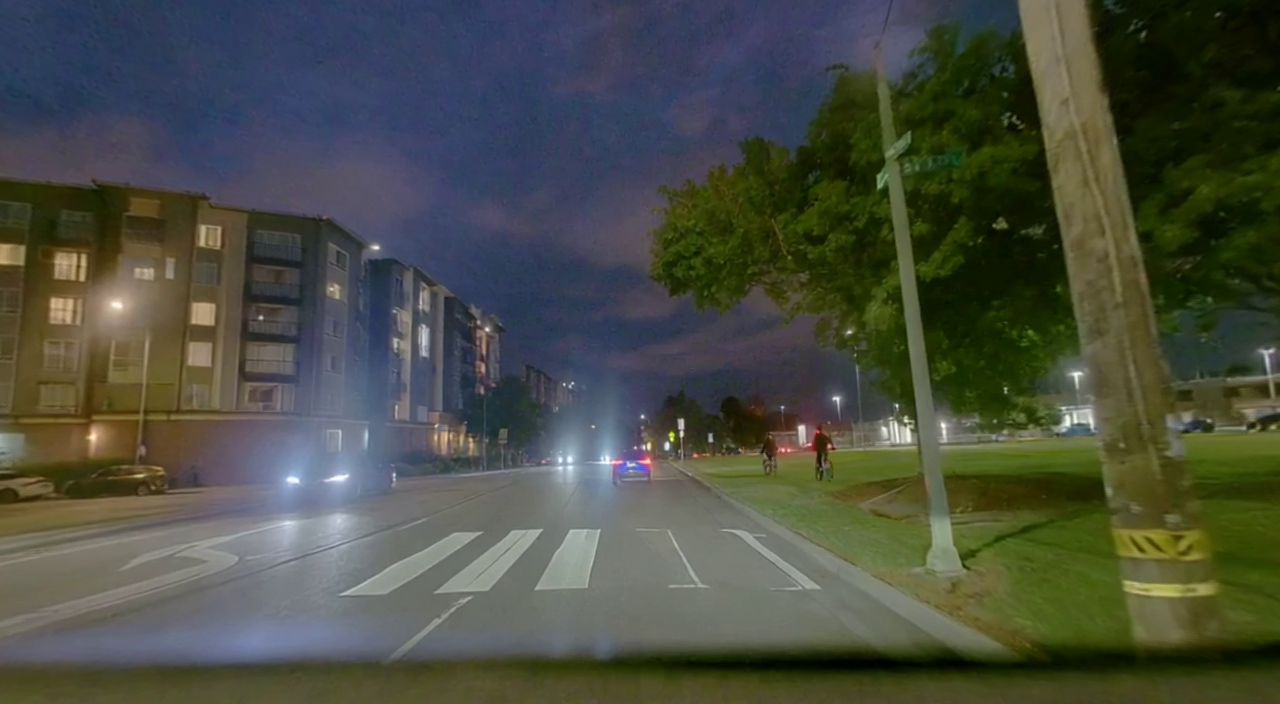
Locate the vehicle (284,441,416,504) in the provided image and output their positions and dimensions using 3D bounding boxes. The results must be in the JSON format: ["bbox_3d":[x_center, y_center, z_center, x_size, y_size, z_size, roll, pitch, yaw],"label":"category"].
[{"bbox_3d":[-9.106,3.799,20.279,2.126,1.780,4.279,-1,-9,1],"label":"vehicle"}]

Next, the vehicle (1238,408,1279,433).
[{"bbox_3d":[49.709,5.386,49.117,4.639,1.752,2.158,3,-9,-15],"label":"vehicle"}]

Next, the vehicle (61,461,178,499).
[{"bbox_3d":[-25.568,6.223,31.058,2.038,1.618,4.086,-9,-12,43],"label":"vehicle"}]

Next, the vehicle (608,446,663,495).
[{"bbox_3d":[-0.162,3.717,19.639,1.559,1.351,2.452,-2,-12,-2],"label":"vehicle"}]
